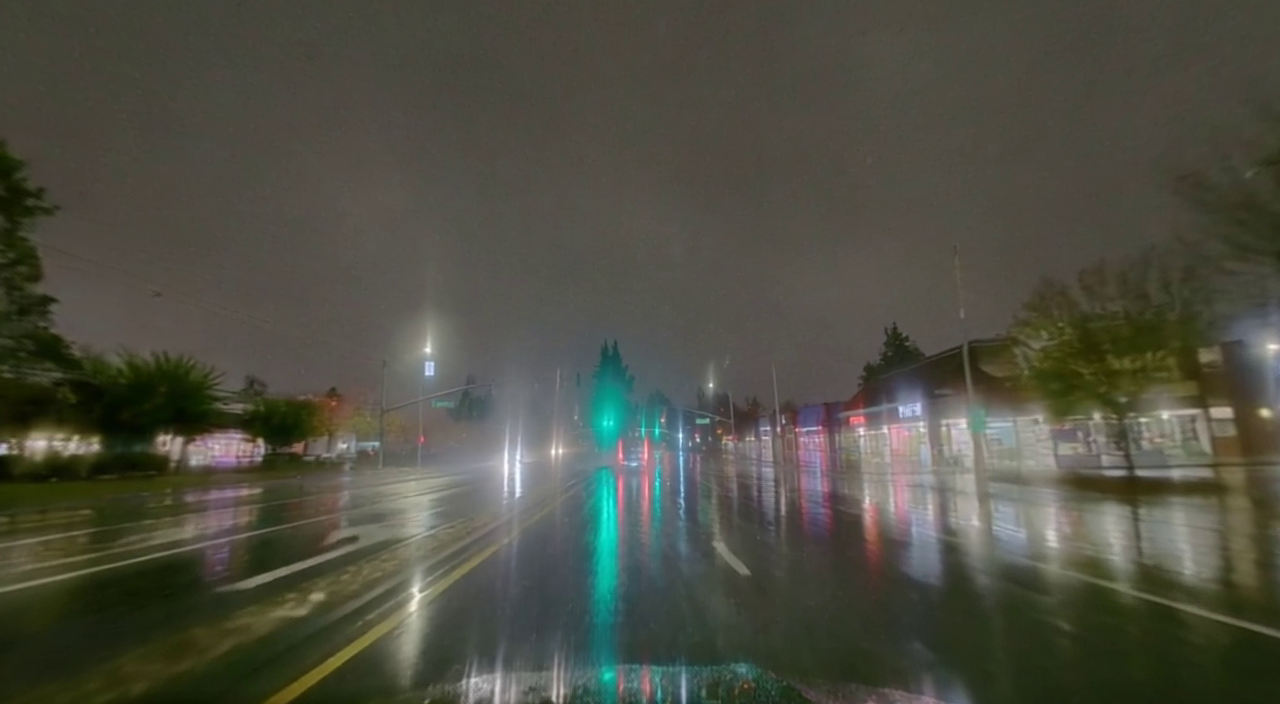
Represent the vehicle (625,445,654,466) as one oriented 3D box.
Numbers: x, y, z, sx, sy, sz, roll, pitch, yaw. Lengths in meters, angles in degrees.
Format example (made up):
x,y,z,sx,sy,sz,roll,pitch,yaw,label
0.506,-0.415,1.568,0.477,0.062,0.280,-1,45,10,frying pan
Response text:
x,y,z,sx,sy,sz,roll,pitch,yaw,label
-0.043,7.552,46.233,2.027,1.494,3.942,0,-8,-1,vehicle
